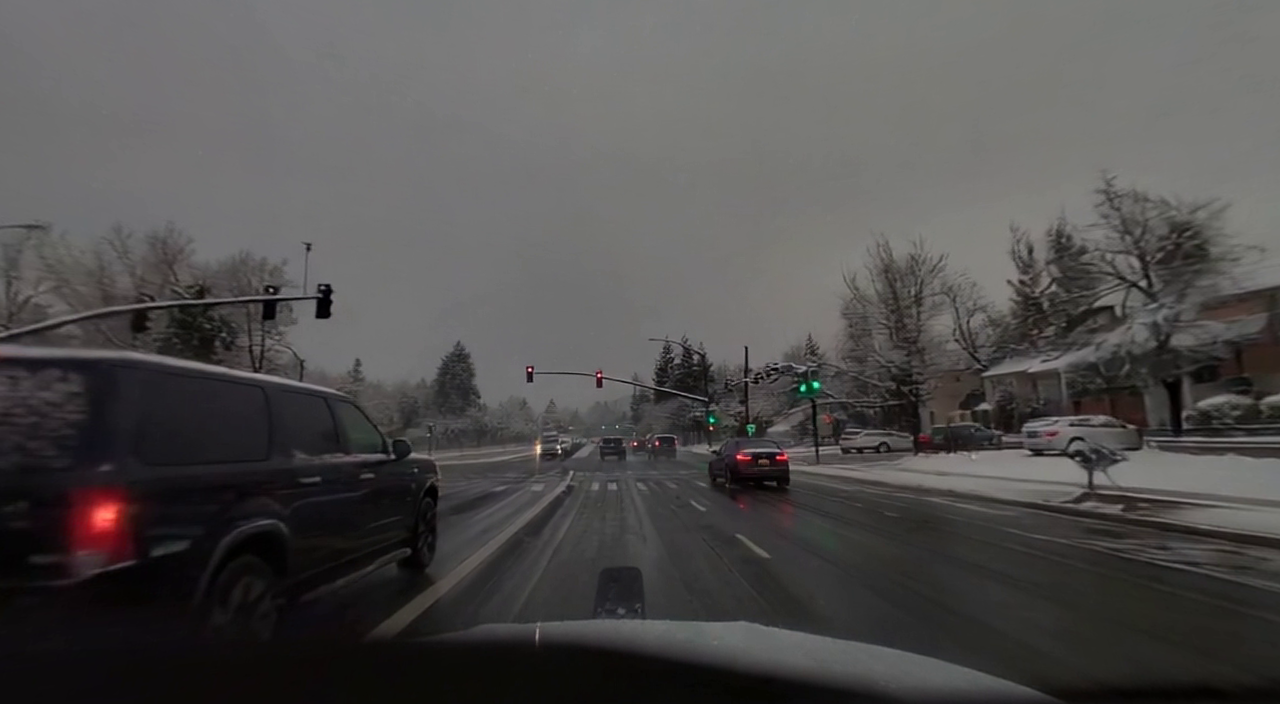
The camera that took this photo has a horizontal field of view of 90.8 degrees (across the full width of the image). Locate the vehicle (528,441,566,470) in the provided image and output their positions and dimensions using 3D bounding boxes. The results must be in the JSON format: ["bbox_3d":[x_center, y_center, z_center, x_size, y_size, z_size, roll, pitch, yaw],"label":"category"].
[{"bbox_3d":[-5.125,5.746,35.204,1.864,1.505,4.202,1,-8,-6],"label":"vehicle"}]

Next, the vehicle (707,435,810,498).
[{"bbox_3d":[3.118,3.092,17.478,1.870,1.491,4.009,0,-8,-3],"label":"vehicle"}]

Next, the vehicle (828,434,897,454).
[{"bbox_3d":[16.515,6.833,46.937,4.490,1.463,1.894,2,-9,-15],"label":"vehicle"}]

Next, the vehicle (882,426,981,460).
[{"bbox_3d":[16.505,5.165,35.877,4.691,1.626,1.943,-2,-7,-9],"label":"vehicle"}]

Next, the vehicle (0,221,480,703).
[{"bbox_3d":[-2.962,0.920,3.789,2.354,1.948,6.355,0,-8,0],"label":"vehicle"}]

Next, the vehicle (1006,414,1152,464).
[{"bbox_3d":[17.036,3.443,24.886,2.058,1.766,4.563,1,-8,-8],"label":"vehicle"}]

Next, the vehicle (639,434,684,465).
[{"bbox_3d":[1.413,6.722,43.745,2.391,1.960,5.600,1,-8,-5],"label":"vehicle"}]

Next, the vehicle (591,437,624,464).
[{"bbox_3d":[-2.396,7.097,45.673,2.164,1.867,4.254,1,-8,-6],"label":"vehicle"}]
